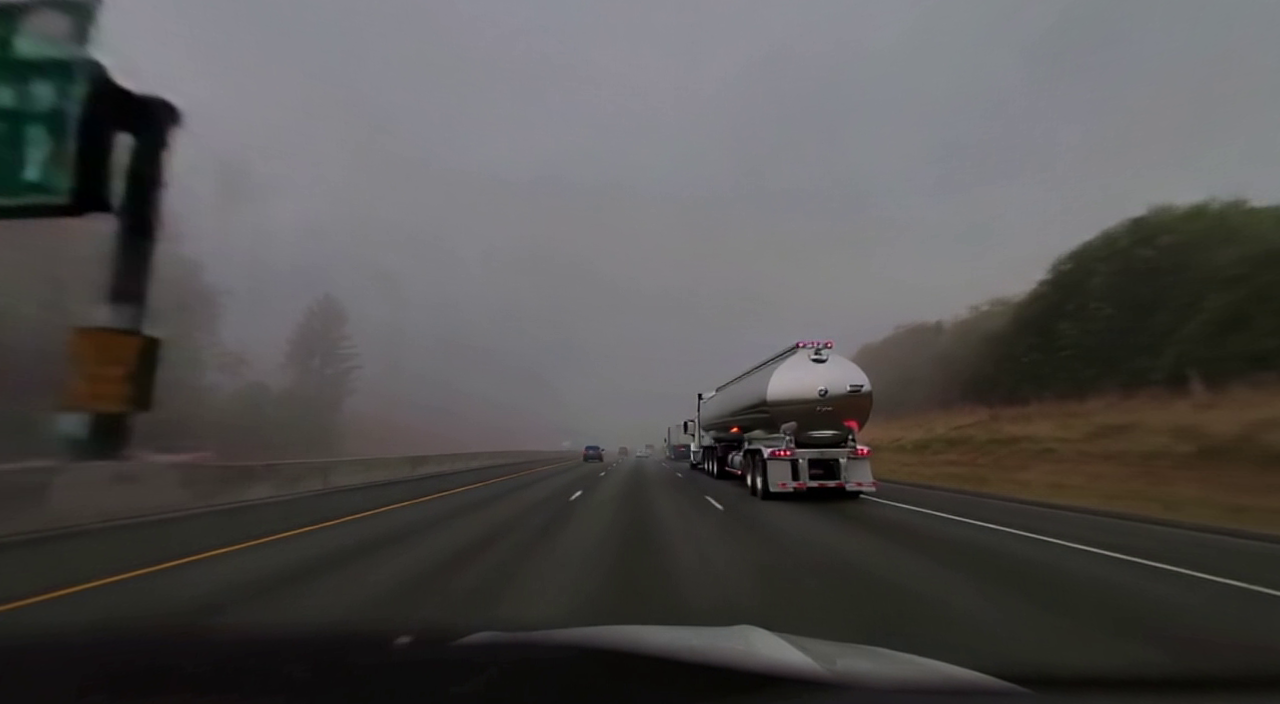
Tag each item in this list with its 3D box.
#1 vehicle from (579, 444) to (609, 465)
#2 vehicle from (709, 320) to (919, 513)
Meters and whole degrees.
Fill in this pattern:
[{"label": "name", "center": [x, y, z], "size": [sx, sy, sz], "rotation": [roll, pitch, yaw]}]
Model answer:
[{"label": "vehicle", "center": [-3.440, 7.755, 47.926], "size": [1.986, 1.458, 4.506], "rotation": [0, -9, 0]}, {"label": "vehicle", "center": [3.863, 1.946, 17.056], "size": [2.759, 3.734, 9.708], "rotation": [0, -9, -1]}]
